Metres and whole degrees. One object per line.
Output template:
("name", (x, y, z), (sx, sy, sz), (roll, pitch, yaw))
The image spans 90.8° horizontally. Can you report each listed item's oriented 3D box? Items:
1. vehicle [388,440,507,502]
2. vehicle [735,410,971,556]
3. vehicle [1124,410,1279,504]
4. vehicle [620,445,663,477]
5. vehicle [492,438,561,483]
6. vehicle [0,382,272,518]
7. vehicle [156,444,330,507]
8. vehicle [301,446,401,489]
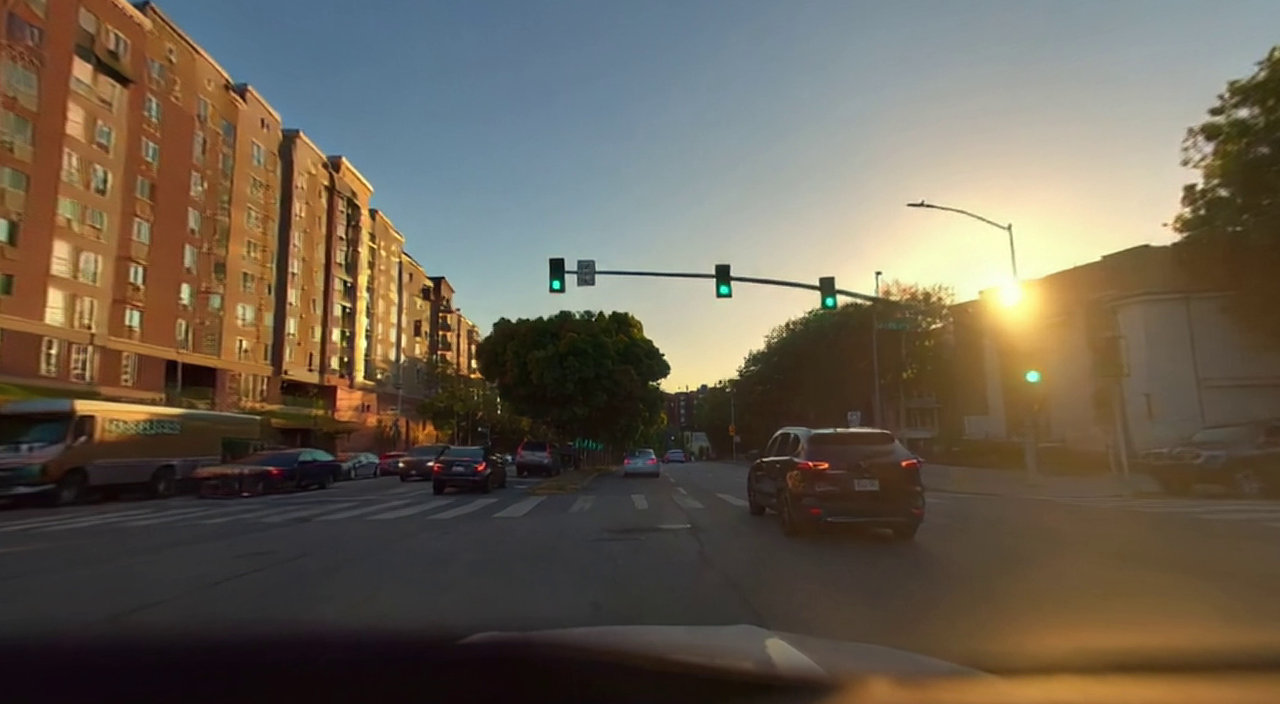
("vehicle", (-5.536, 3.477, 18.913), (2.062, 1.532, 4.830), (-2, -9, 0))
("vehicle", (3.100, 2.019, 10.549), (2.129, 1.844, 4.767), (0, -8, -2))
("vehicle", (15.271, 2.424, 14.928), (5.888, 1.985, 2.357), (0, -8, -6))
("vehicle", (0.056, 5.611, 32.796), (2.059, 1.492, 4.033), (0, -8, -1))
("vehicle", (-4.971, 4.815, 28.463), (2.275, 1.816, 4.923), (0, -8, -1))
("vehicle", (-15.176, 3.005, 18.878), (2.932, 3.089, 8.772), (0, -10, 1))
("vehicle", (-11.755, 3.628, 19.250), (2.001, 1.638, 4.980), (0, -8, 1))
("vehicle", (-11.880, 4.737, 26.327), (2.183, 1.630, 4.221), (0, -8, -1))
